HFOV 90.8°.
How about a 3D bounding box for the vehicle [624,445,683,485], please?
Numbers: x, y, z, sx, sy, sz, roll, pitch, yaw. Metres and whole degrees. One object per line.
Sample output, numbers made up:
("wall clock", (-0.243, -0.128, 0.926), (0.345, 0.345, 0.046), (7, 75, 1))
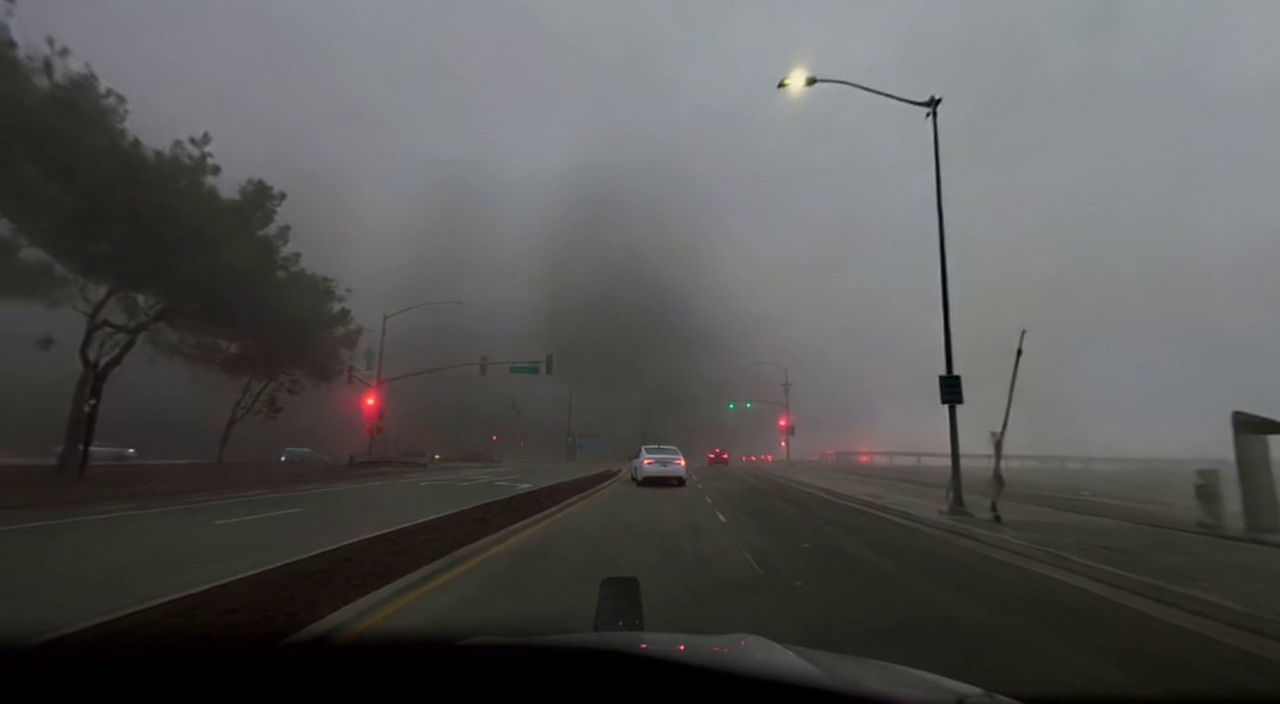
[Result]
("vehicle", (0.643, 4.495, 25.470), (2.173, 1.479, 4.264), (-1, -9, 4))

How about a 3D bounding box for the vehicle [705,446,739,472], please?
("vehicle", (6.242, 8.160, 48.539), (2.092, 1.851, 4.913), (0, -9, 2))
